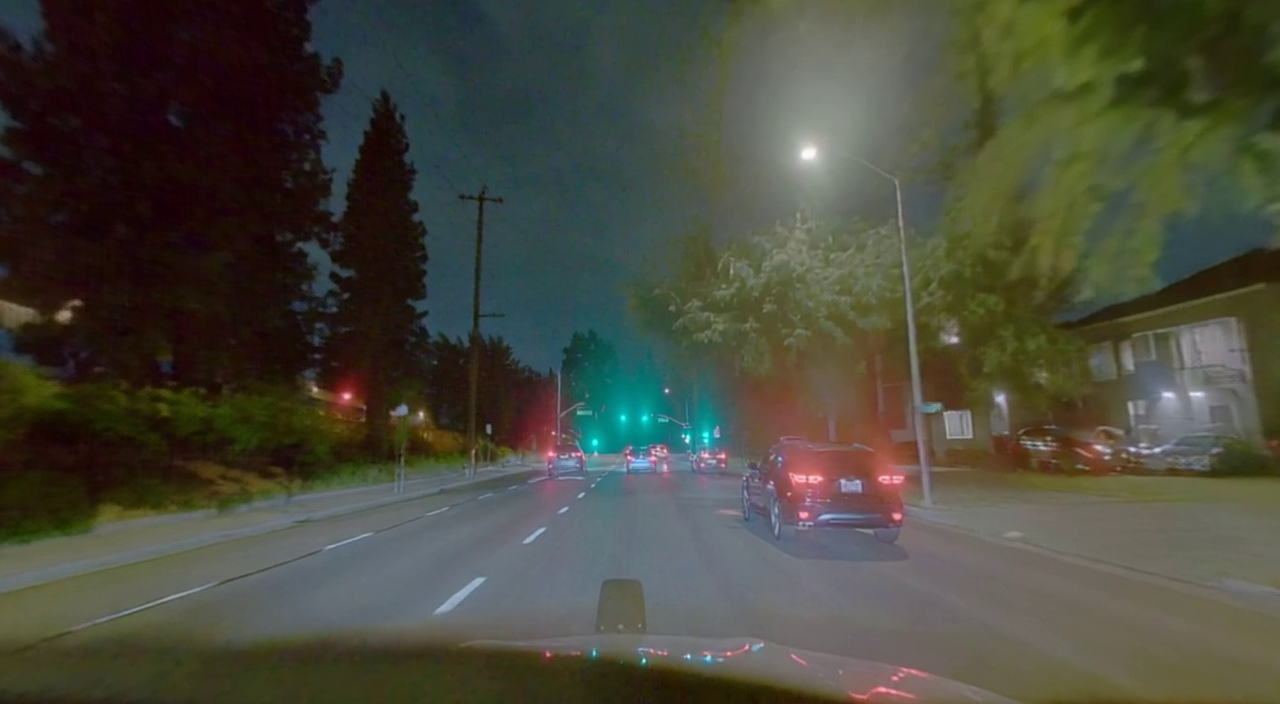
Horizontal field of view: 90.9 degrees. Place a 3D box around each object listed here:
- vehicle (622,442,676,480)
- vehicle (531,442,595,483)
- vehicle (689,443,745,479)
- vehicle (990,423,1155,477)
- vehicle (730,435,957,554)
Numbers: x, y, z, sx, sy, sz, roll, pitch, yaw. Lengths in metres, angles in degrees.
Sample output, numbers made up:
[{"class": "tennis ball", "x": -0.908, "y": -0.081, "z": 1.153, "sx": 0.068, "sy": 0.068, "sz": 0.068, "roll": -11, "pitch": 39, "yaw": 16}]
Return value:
[{"class": "vehicle", "x": 0.334, "y": 4.574, "z": 26.794, "sx": 2.101, "sy": 1.467, "sz": 4.210, "roll": 0, "pitch": -8, "yaw": 0}, {"class": "vehicle", "x": -3.030, "y": 4.467, "z": 25.778, "sx": 2.012, "sy": 1.505, "sz": 4.205, "roll": 0, "pitch": -8, "yaw": 1}, {"class": "vehicle", "x": 3.398, "y": 4.851, "z": 28.447, "sx": 1.943, "sy": 1.484, "sz": 4.030, "roll": 0, "pitch": -8, "yaw": -1}, {"class": "vehicle", "x": 16.607, "y": 3.870, "z": 24.722, "sx": 2.478, "sy": 1.836, "sz": 5.409, "roll": 0, "pitch": -9, "yaw": -2}, {"class": "vehicle", "x": 2.904, "y": 2.130, "z": 10.258, "sx": 2.158, "sy": 1.483, "sz": 4.415, "roll": 0, "pitch": -8, "yaw": -1}]
